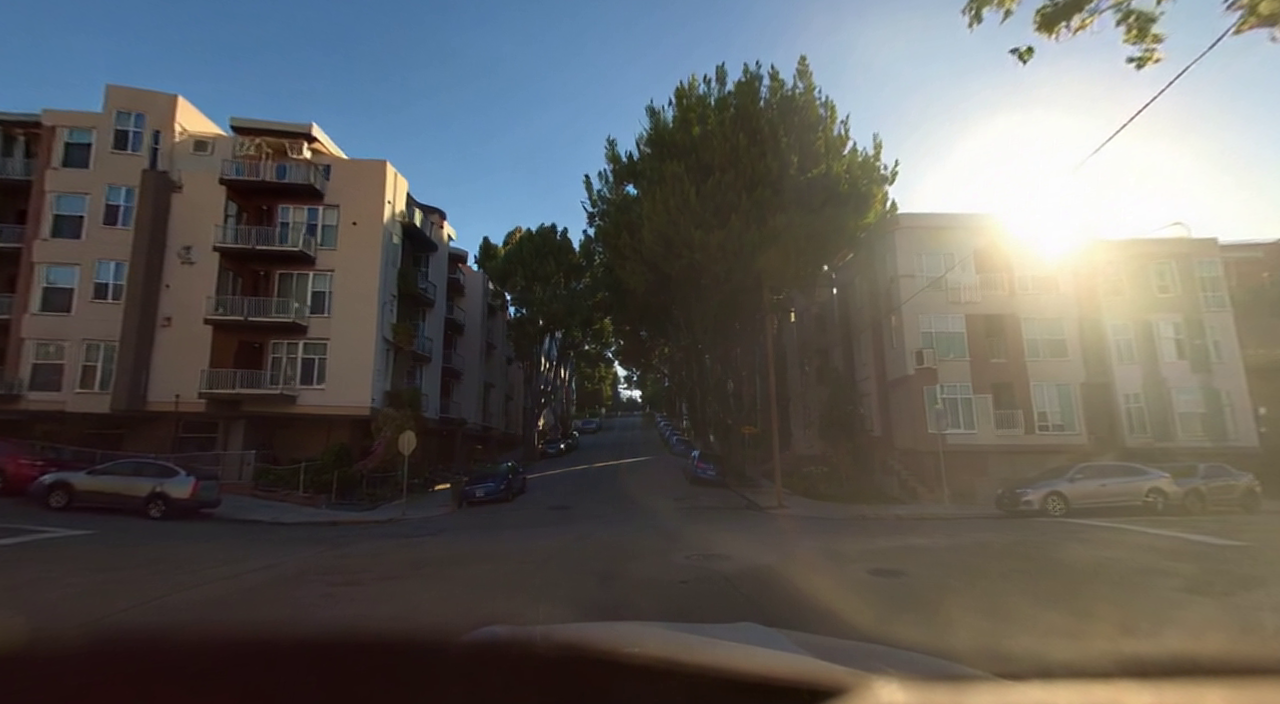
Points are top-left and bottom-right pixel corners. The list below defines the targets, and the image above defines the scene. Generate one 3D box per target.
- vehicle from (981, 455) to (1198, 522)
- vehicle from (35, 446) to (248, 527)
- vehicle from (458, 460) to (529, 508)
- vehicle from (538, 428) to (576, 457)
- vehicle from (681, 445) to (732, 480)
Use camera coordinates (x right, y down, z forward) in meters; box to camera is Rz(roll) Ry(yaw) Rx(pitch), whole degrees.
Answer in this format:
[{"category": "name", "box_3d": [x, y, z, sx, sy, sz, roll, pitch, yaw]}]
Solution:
[{"category": "vehicle", "box_3d": [12.524, 3.805, 17.843, 4.596, 1.690, 1.972, 0, -8, -1]}, {"category": "vehicle", "box_3d": [-13.971, 3.795, 17.911, 4.243, 1.676, 1.844, 6, -12, 1]}, {"category": "vehicle", "box_3d": [-5.852, 5.293, 25.719, 1.987, 1.662, 4.141, -2, -9, -1]}, {"category": "vehicle", "box_3d": [-6.171, 6.752, 47.445, 2.101, 1.732, 4.119, -3, -3, 3]}, {"category": "vehicle", "box_3d": [3.417, 5.786, 33.326, 2.051, 1.526, 4.673, 0, -6, -2]}]
